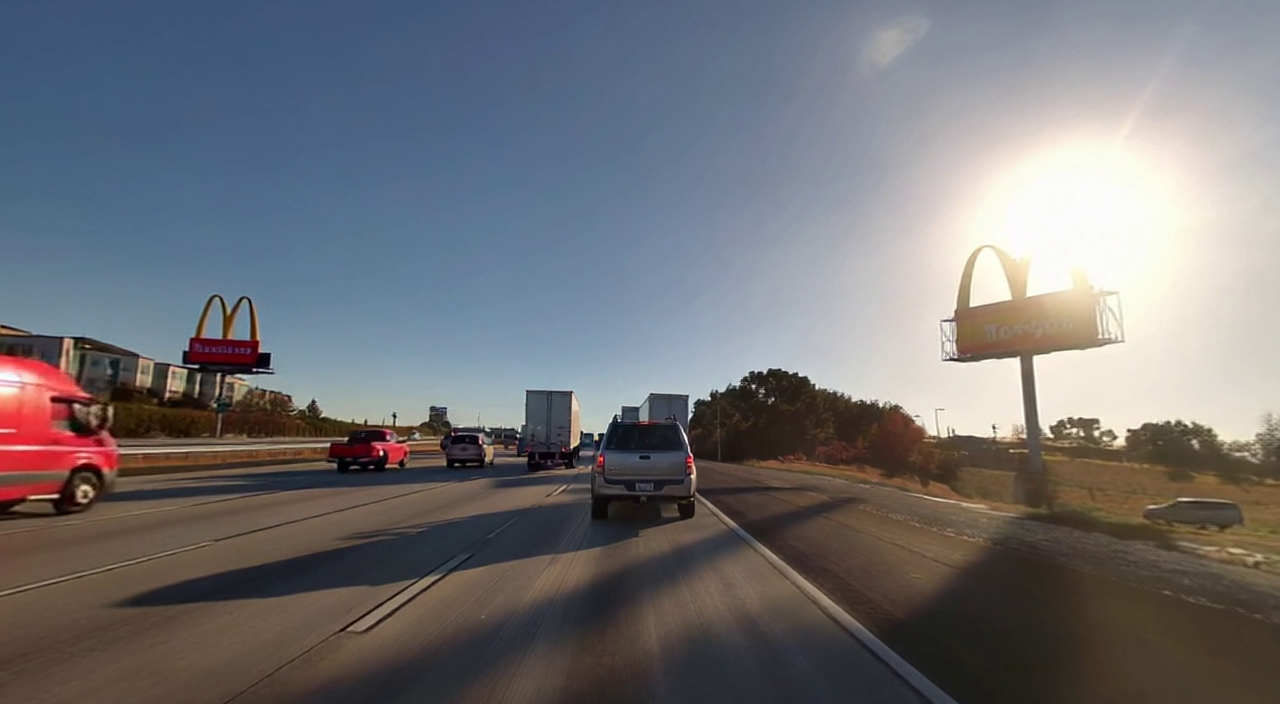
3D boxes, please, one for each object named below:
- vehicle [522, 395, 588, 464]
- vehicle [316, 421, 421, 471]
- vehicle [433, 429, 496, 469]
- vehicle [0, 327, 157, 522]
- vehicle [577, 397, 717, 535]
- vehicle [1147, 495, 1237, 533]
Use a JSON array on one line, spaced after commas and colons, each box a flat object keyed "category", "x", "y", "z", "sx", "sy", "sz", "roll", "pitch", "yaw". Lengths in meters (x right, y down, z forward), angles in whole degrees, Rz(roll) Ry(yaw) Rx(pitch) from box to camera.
[{"category": "vehicle", "x": -4.644, "y": 4.561, "z": 36.252, "sx": 2.814, "sy": 3.513, "sz": 8.529, "roll": 0, "pitch": -9, "yaw": -1}, {"category": "vehicle", "x": -12.038, "y": 4.260, "z": 28.575, "sx": 2.240, "sy": 1.995, "sz": 5.854, "roll": 0, "pitch": -9, "yaw": -1}, {"category": "vehicle", "x": -8.097, "y": 4.542, "z": 29.525, "sx": 1.854, "sy": 1.740, "sz": 4.151, "roll": 0, "pitch": -9, "yaw": -1}, {"category": "vehicle", "x": -11.331, "y": 1.024, "z": 9.163, "sx": 2.375, "sy": 3.041, "sz": 7.638, "roll": 0, "pitch": -8, "yaw": 1}, {"category": "vehicle", "x": 0.036, "y": 1.886, "z": 10.858, "sx": 1.947, "sy": 1.910, "sz": 4.040, "roll": 0, "pitch": -9, "yaw": -2}, {"category": "vehicle", "x": 32.481, "y": 9.499, "z": 37.211, "sx": 1.588, "sy": 1.418, "sz": 3.744, "roll": 8, "pitch": -6, "yaw": -14}]
